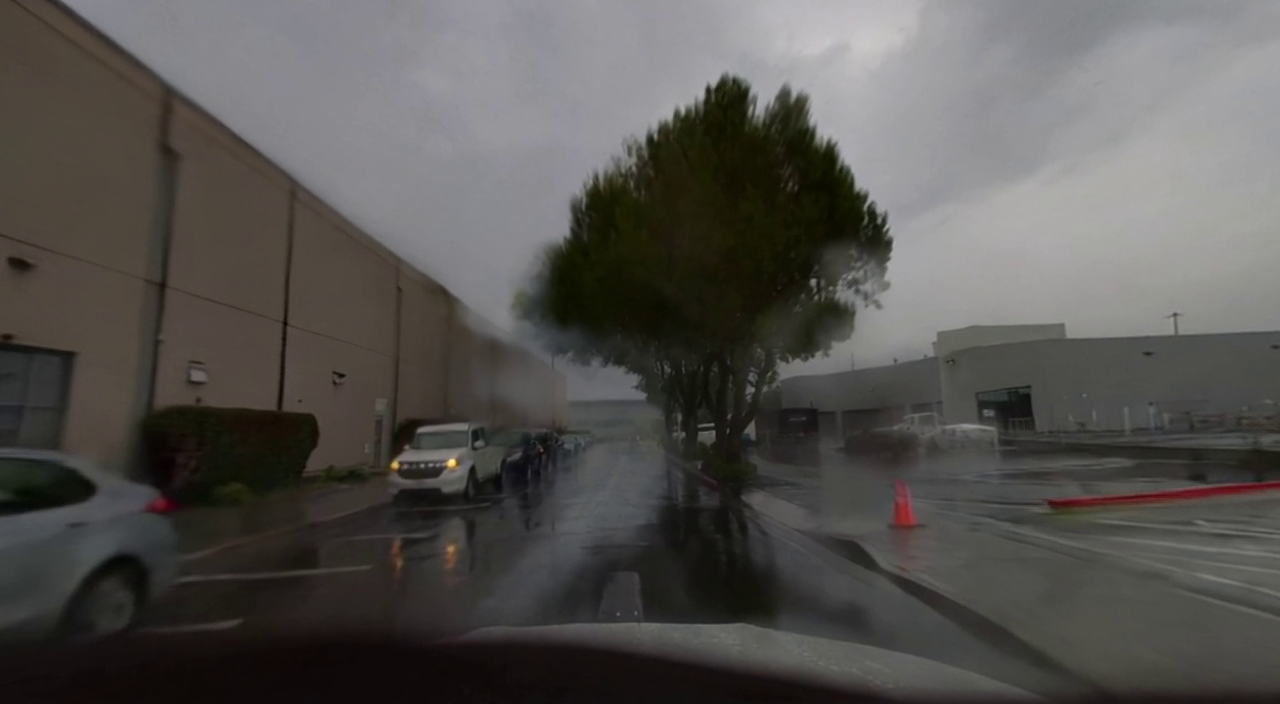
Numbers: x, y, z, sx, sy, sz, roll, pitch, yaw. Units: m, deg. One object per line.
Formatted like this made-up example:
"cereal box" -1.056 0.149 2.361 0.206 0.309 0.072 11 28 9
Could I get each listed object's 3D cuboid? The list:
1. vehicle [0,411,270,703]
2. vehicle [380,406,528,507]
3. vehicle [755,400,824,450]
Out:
"vehicle" -4.122 1.124 3.115 2.040 1.501 4.440 -4 -9 -2
"vehicle" -4.170 2.494 15.065 2.161 1.843 5.181 -3 -9 -3
"vehicle" 10.117 5.090 43.497 2.622 3.108 7.053 0 -8 -3
